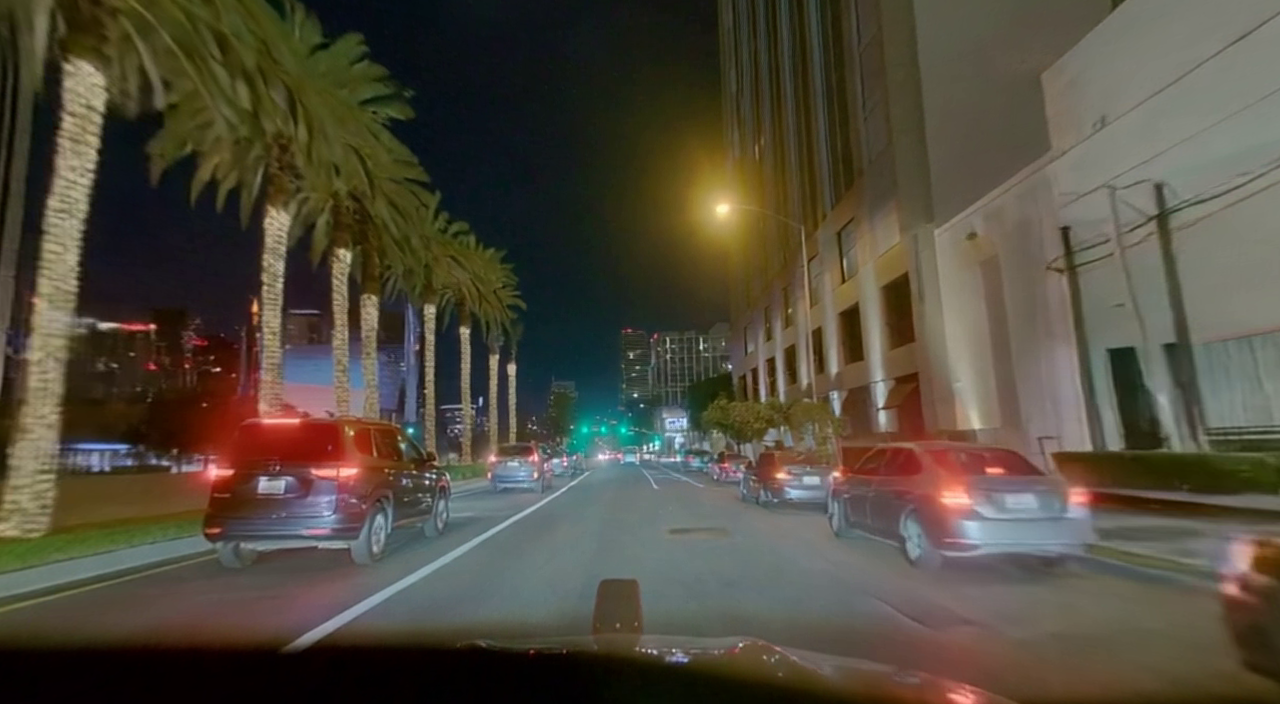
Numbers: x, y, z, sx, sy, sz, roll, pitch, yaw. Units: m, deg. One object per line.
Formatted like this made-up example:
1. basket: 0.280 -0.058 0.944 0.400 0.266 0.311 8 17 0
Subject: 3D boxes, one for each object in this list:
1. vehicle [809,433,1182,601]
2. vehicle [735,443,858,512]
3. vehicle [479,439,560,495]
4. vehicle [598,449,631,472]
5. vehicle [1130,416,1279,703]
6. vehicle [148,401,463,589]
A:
1. vehicle: 3.842 1.843 8.072 1.925 1.486 4.744 0 -9 -1
2. vehicle: 3.842 3.149 16.357 1.873 1.511 4.523 0 -9 -2
3. vehicle: -4.090 3.967 22.096 2.014 1.740 4.392 0 -9 -1
4. vehicle: -1.751 7.184 41.876 2.036 1.461 3.890 1 -9 -5
5. vehicle: 3.964 0.770 1.155 2.138 1.447 4.793 1 -9 -3
6. vehicle: -3.827 1.702 8.245 1.800 1.797 4.224 0 -9 -1
